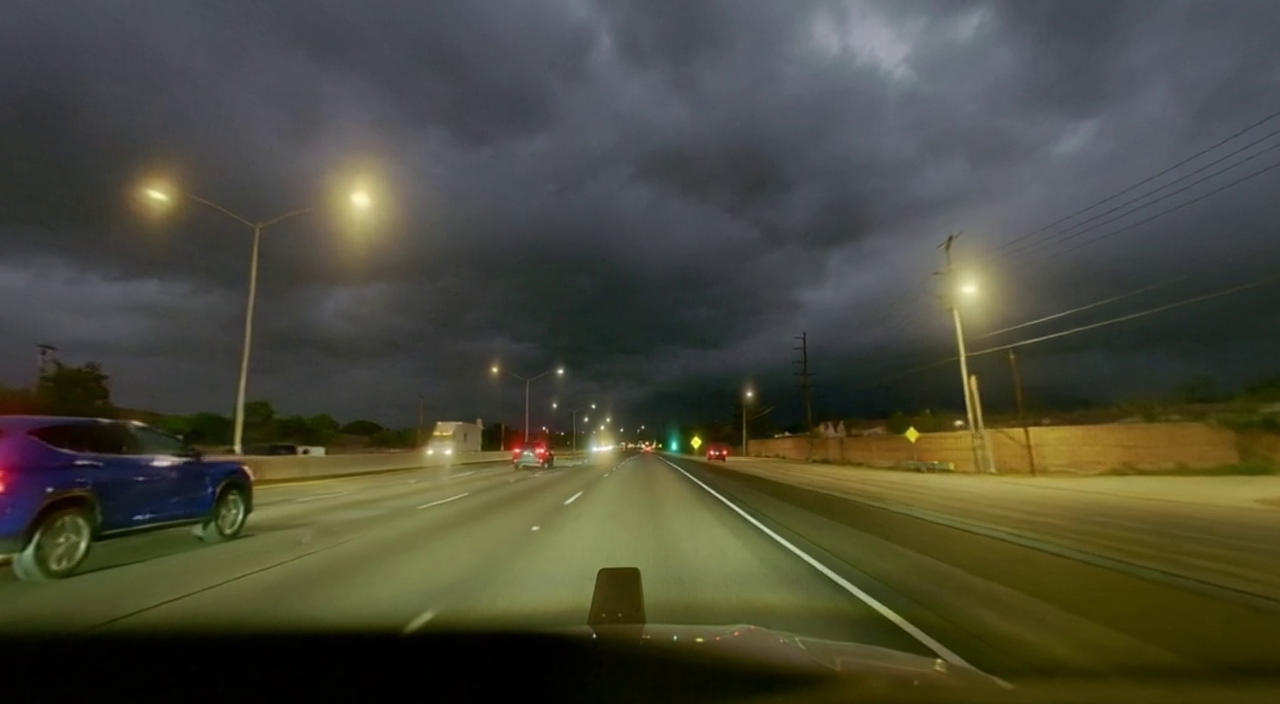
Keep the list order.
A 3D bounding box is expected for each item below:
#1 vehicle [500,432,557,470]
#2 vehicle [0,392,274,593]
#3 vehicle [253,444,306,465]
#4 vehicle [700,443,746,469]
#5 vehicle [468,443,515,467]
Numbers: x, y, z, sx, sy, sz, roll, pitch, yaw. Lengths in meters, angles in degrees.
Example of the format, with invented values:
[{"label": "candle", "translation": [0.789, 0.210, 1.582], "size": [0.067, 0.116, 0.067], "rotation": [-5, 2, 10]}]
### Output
[{"label": "vehicle", "translation": [-6.119, 5.535, 35.237], "size": [2.255, 1.934, 4.868], "rotation": [0, -9, 0]}, {"label": "vehicle", "translation": [-6.484, 1.434, 6.957], "size": [2.058, 1.698, 4.567], "rotation": [0, -9, 1]}, {"label": "vehicle", "translation": [-25.745, 7.303, 45.073], "size": [1.568, 1.433, 3.591], "rotation": [1, -9, 1]}, {"label": "vehicle", "translation": [5.219, 6.599, 40.270], "size": [2.251, 1.520, 4.550], "rotation": [1, -9, -1]}, {"label": "vehicle", "translation": [-9.837, 6.828, 42.043], "size": [2.042, 1.485, 4.395], "rotation": [0, -9, 1]}]
